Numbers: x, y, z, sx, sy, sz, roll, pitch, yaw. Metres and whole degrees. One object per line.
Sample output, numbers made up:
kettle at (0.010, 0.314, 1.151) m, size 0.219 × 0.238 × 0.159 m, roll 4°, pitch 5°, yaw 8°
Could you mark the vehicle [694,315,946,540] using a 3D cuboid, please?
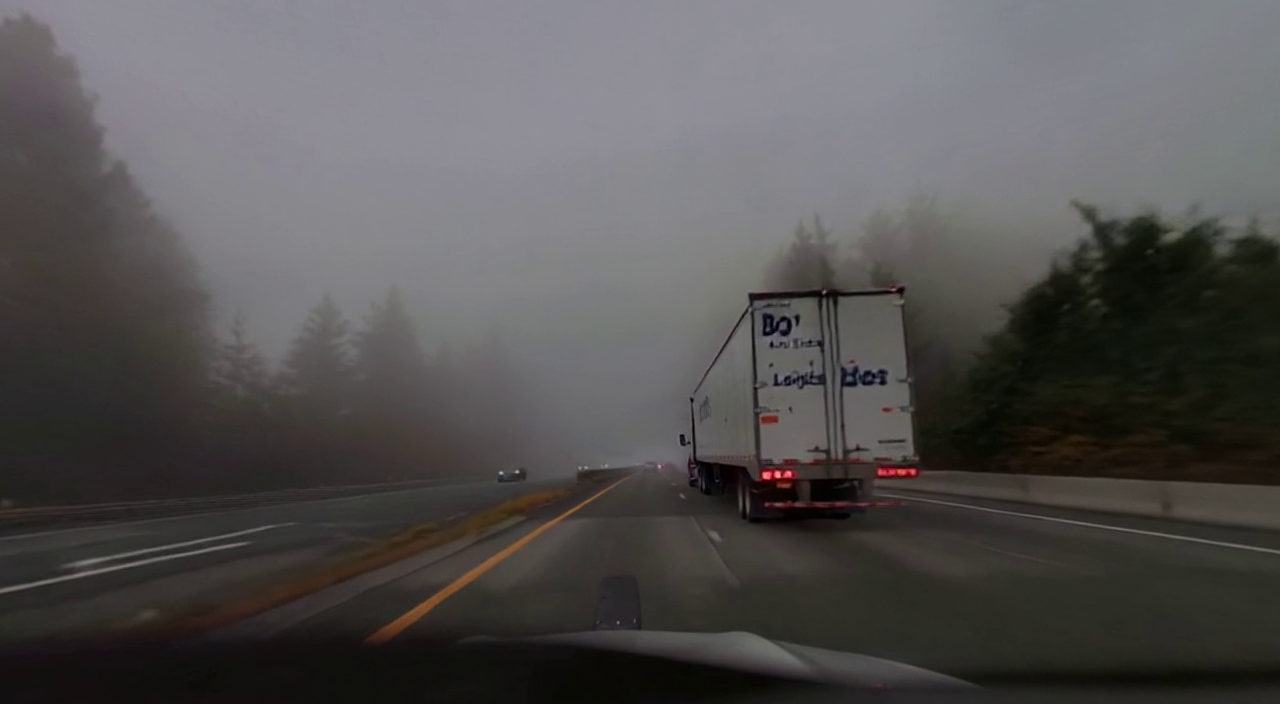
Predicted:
vehicle at (3.968, 2.693, 20.074) m, size 3.537 × 4.071 × 17.399 m, roll -1°, pitch -9°, yaw 2°
